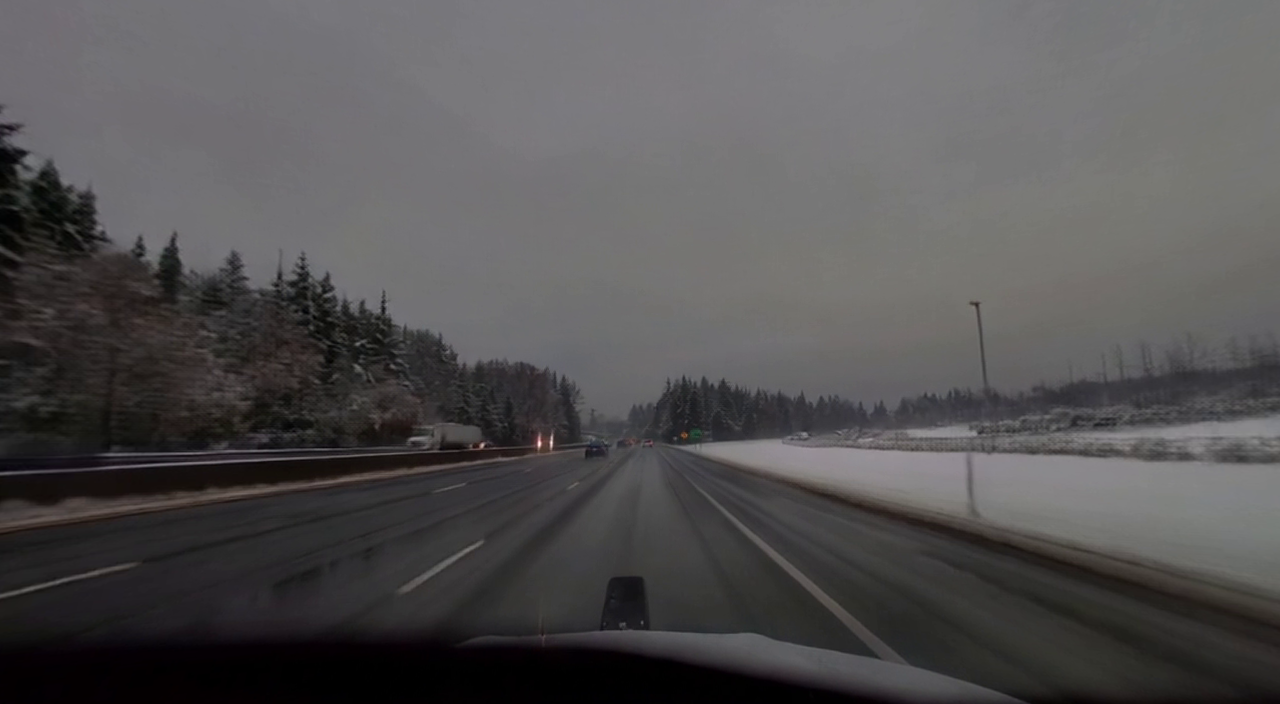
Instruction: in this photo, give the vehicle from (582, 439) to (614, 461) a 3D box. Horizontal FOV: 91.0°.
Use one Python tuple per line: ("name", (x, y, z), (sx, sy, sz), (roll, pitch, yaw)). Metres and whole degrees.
("vehicle", (-3.275, 7.701, 49.626), (2.123, 1.643, 4.479), (0, -8, 1))
